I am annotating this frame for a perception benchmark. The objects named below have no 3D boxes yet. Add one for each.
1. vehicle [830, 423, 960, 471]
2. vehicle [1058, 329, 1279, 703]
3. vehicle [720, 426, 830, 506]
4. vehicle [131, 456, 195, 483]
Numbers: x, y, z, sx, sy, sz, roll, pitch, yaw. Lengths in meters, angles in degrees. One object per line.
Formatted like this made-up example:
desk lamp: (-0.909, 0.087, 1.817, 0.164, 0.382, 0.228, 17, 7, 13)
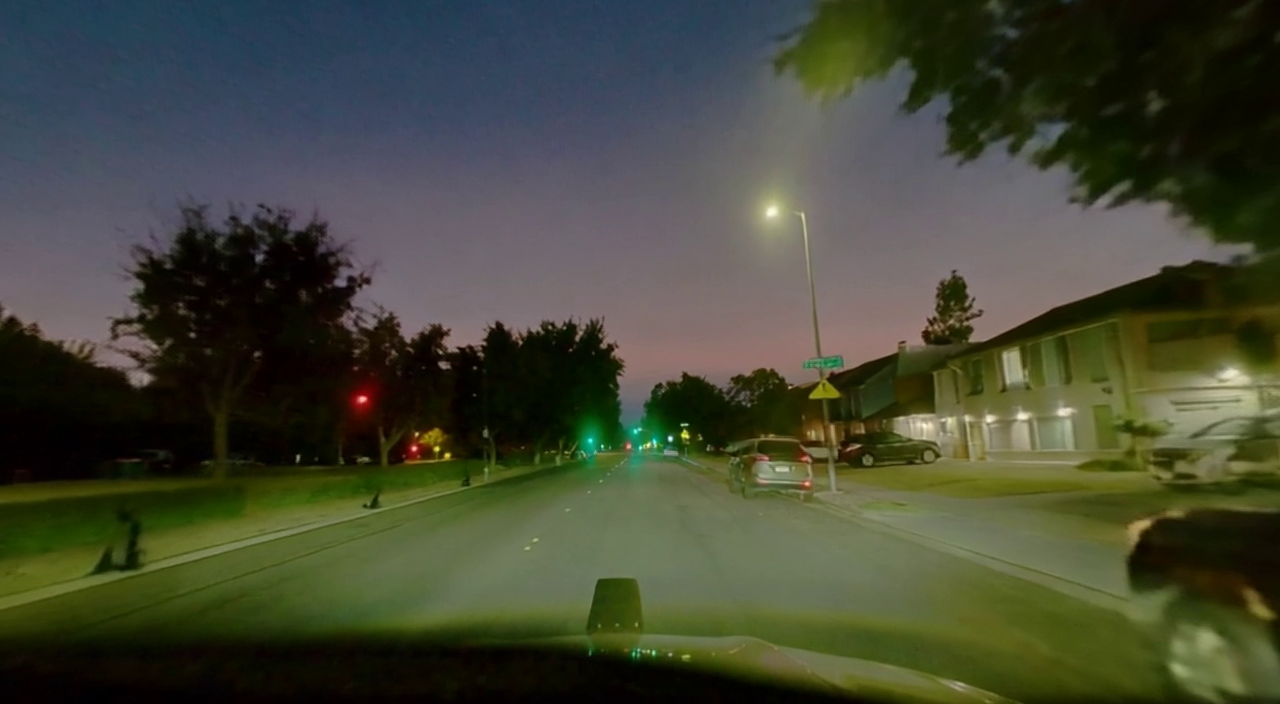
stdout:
vehicle: (10.523, 3.941, 26.340, 4.512, 1.793, 1.908, -1, -9, -2)
vehicle: (3.500, 0.621, 1.132, 2.125, 1.772, 4.629, 0, -9, -3)
vehicle: (3.429, 2.986, 16.934, 1.949, 1.807, 4.224, 1, -9, -1)
vehicle: (-29.083, 7.096, 38.463, 4.558, 1.495, 1.925, -7, -11, 38)
